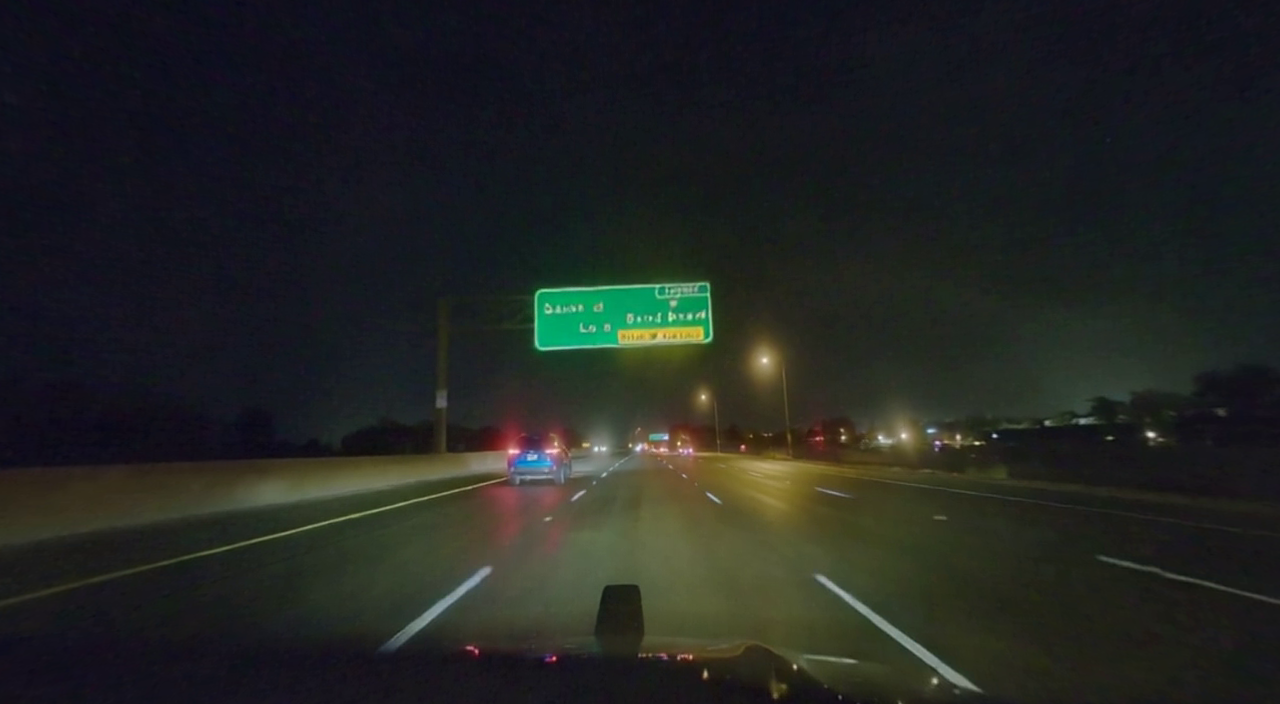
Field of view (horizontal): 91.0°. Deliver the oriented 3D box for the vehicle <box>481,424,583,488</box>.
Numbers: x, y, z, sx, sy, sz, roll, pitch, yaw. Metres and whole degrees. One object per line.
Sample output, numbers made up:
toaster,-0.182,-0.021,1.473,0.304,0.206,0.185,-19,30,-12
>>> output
vehicle,-3.535,3.569,21.965,2.431,1.928,5.760,0,-8,1
